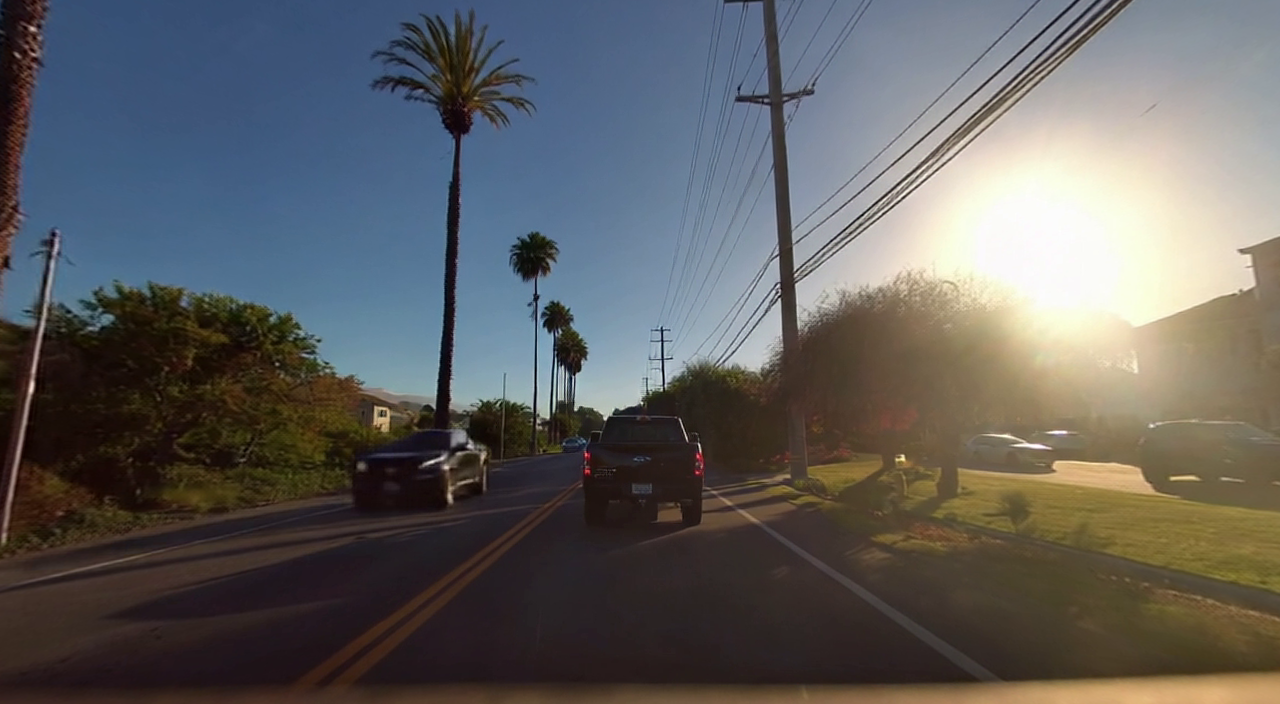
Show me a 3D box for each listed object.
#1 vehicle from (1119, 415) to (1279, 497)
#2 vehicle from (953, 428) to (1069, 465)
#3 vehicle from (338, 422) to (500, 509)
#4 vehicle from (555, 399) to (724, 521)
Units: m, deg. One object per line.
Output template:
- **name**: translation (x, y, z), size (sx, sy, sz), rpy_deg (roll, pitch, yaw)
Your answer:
- **vehicle**: translation (16.077, 2.870, 17.791), size (2.338, 1.917, 6.076), rpy_deg (-3, -9, 20)
- **vehicle**: translation (20.354, 5.263, 35.131), size (2.277, 1.836, 6.267), rpy_deg (0, -9, -4)
- **vehicle**: translation (-5.256, 2.788, 16.066), size (2.271, 1.798, 5.412), rpy_deg (0, -8, -1)
- **vehicle**: translation (0.013, 2.266, 13.714), size (2.848, 2.047, 5.885), rpy_deg (0, -8, 0)
